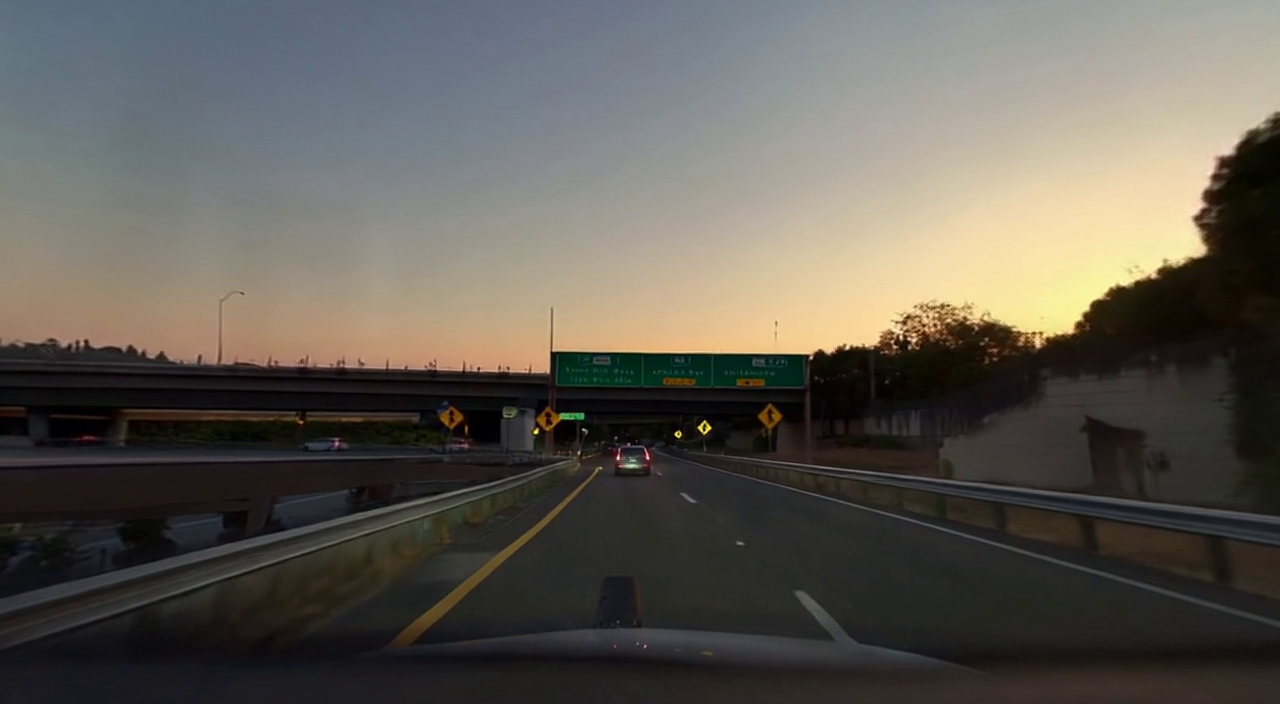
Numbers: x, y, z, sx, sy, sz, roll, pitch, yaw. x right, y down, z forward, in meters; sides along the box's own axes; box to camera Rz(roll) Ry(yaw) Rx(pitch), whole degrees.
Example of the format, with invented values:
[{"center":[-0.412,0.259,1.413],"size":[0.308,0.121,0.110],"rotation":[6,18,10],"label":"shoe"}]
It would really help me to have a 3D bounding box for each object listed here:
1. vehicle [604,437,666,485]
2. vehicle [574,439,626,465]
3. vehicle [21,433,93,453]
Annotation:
[{"center":[-0.198,3.792,22.062],"size":[2.006,1.486,3.950],"rotation":[0,-9,-1],"label":"vehicle"},{"center":[-2.546,6.190,38.791],"size":[2.018,1.505,4.278],"rotation":[3,-9,-21],"label":"vehicle"},{"center":[-46.383,7.253,49.922],"size":[3.783,1.466,1.750],"rotation":[0,-9,-4],"label":"vehicle"}]
